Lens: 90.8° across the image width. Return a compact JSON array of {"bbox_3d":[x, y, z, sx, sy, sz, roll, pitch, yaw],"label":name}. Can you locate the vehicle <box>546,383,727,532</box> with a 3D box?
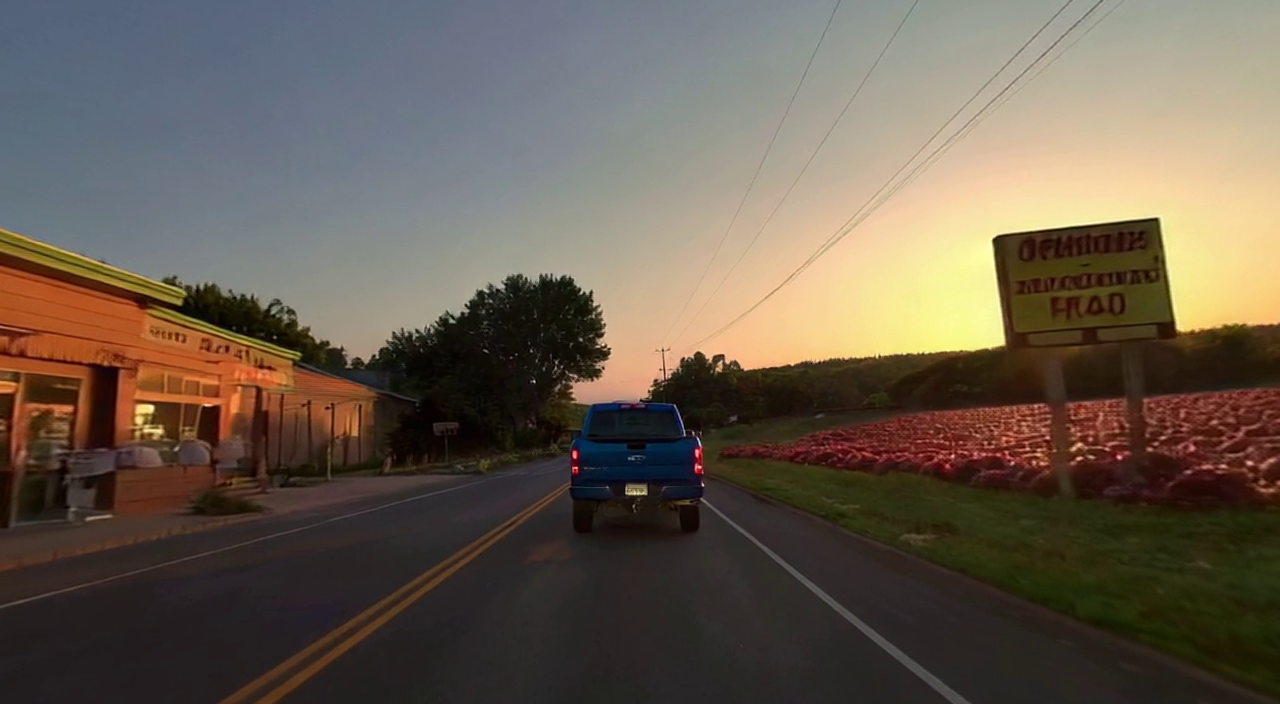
[{"bbox_3d":[-0.118,2.003,12.443,2.693,2.223,5.885,0,-8,-1],"label":"vehicle"}]
